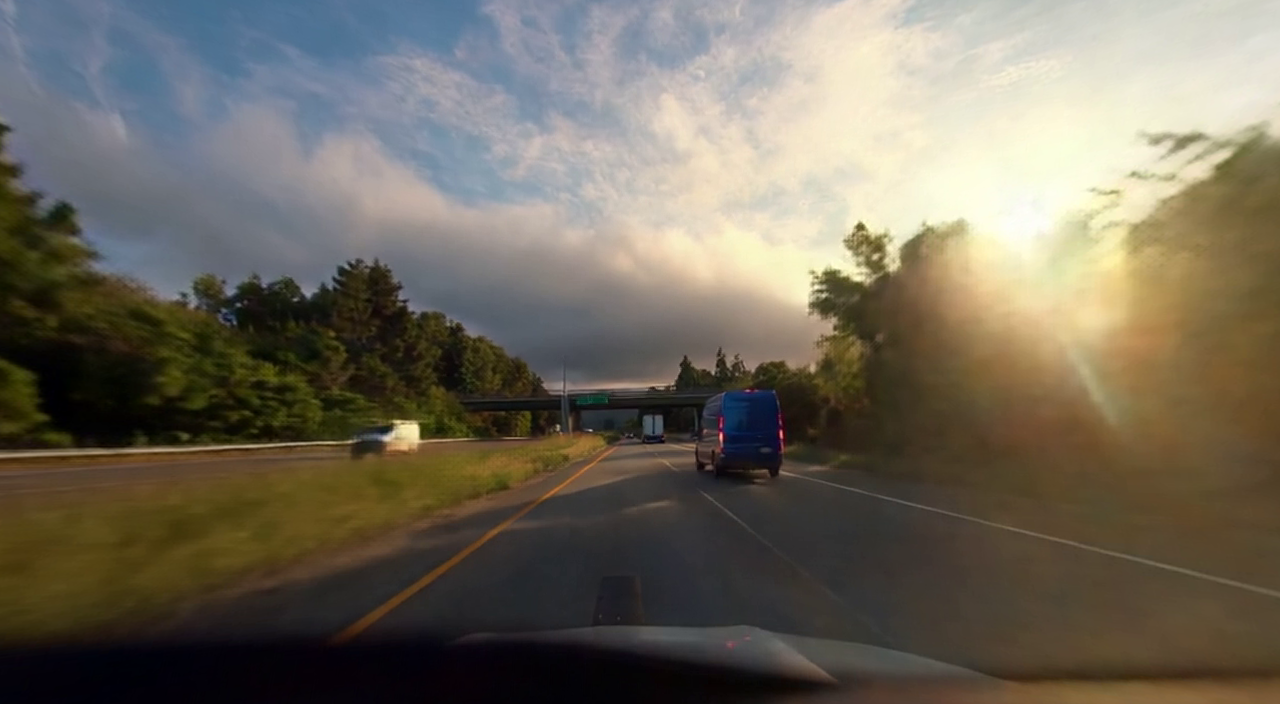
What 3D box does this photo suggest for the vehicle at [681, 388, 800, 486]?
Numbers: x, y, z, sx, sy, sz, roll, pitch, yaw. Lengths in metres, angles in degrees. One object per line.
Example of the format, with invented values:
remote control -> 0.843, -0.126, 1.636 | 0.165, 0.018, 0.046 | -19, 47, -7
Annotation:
vehicle -> 2.876, 2.676, 19.891 | 2.570, 2.596, 6.082 | 0, -8, -2

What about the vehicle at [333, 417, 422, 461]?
vehicle -> -12.562, 4.224, 30.616 | 2.109, 1.915, 5.253 | 0, -8, -1
